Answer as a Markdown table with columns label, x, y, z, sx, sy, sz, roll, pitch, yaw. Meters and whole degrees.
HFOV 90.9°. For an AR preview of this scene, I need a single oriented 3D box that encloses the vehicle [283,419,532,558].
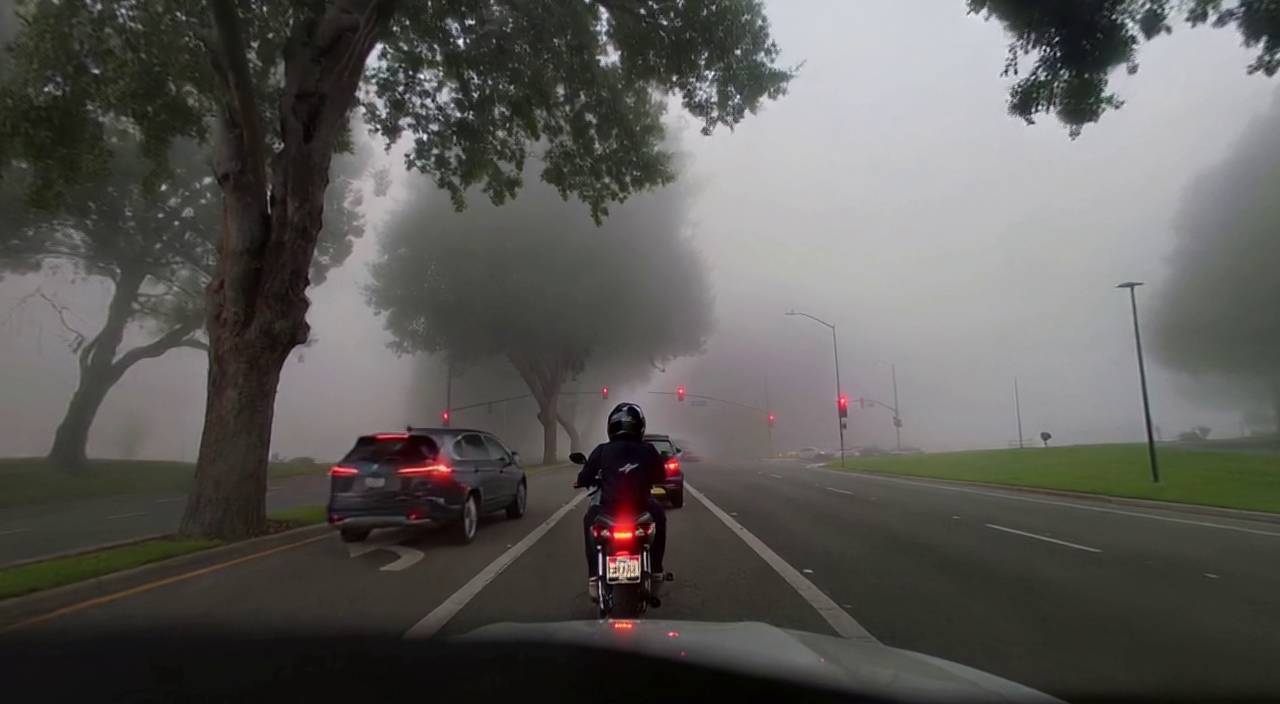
| label | x | y | z | sx | sy | sz | roll | pitch | yaw |
| --- | --- | --- | --- | --- | --- | --- | --- | --- | --- |
| vehicle | -3.244 | 2.014 | 10.186 | 2.056 | 1.647 | 5.045 | -1 | -8 | 1 |

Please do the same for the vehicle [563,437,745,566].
| label | x | y | z | sx | sy | sz | roll | pitch | yaw |
| --- | --- | --- | --- | --- | --- | --- | --- | --- | --- |
| vehicle | 0.126 | 2.042 | 9.524 | 2.093 | 1.450 | 4.437 | 0 | -8 | -1 |
